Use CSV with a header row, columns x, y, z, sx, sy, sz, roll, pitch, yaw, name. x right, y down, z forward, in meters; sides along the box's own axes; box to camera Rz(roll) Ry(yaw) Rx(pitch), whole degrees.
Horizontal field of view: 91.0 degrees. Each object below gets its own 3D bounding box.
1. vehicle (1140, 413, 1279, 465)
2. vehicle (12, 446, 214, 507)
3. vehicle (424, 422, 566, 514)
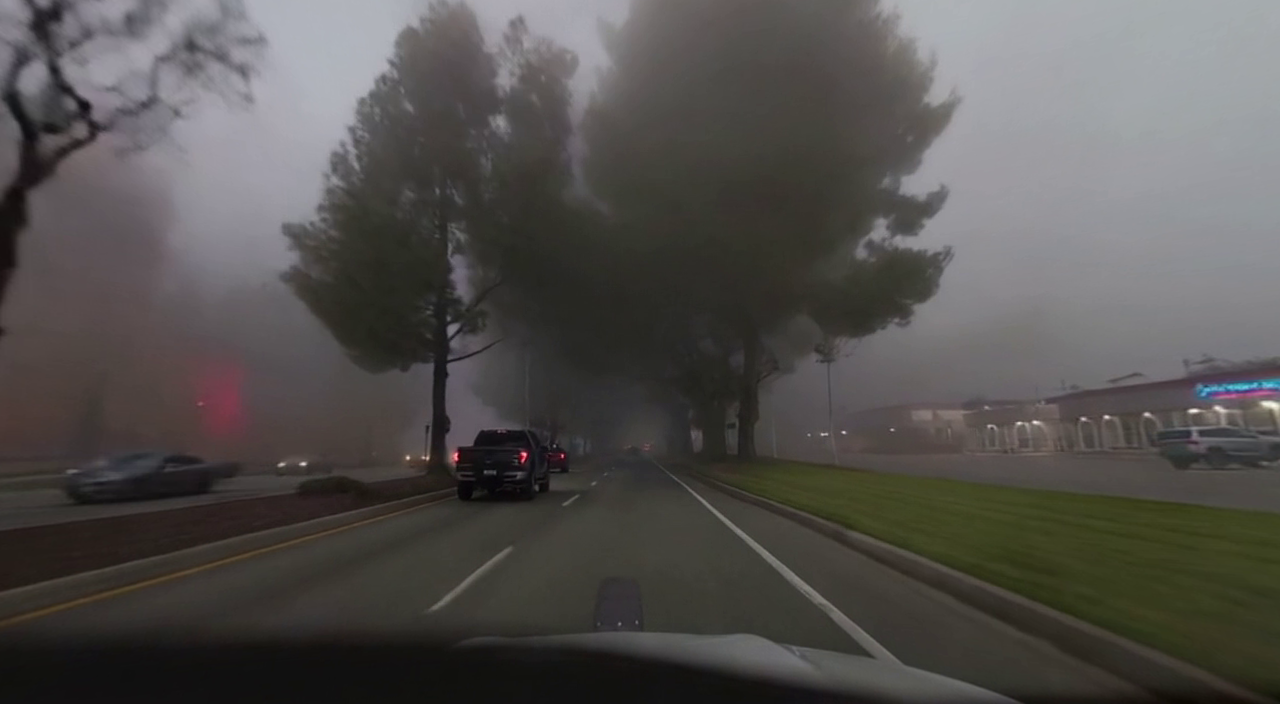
x,y,z,sx,sy,sz,roll,pitch,yaw,name
25.866,3.695,26.781,6.906,2.001,2.514,-1,-9,-1,vehicle
-14.355,3.366,17.566,1.813,1.476,4.406,0,-9,0,vehicle
-3.193,2.700,15.208,2.065,1.790,5.417,0,-8,1,vehicle
